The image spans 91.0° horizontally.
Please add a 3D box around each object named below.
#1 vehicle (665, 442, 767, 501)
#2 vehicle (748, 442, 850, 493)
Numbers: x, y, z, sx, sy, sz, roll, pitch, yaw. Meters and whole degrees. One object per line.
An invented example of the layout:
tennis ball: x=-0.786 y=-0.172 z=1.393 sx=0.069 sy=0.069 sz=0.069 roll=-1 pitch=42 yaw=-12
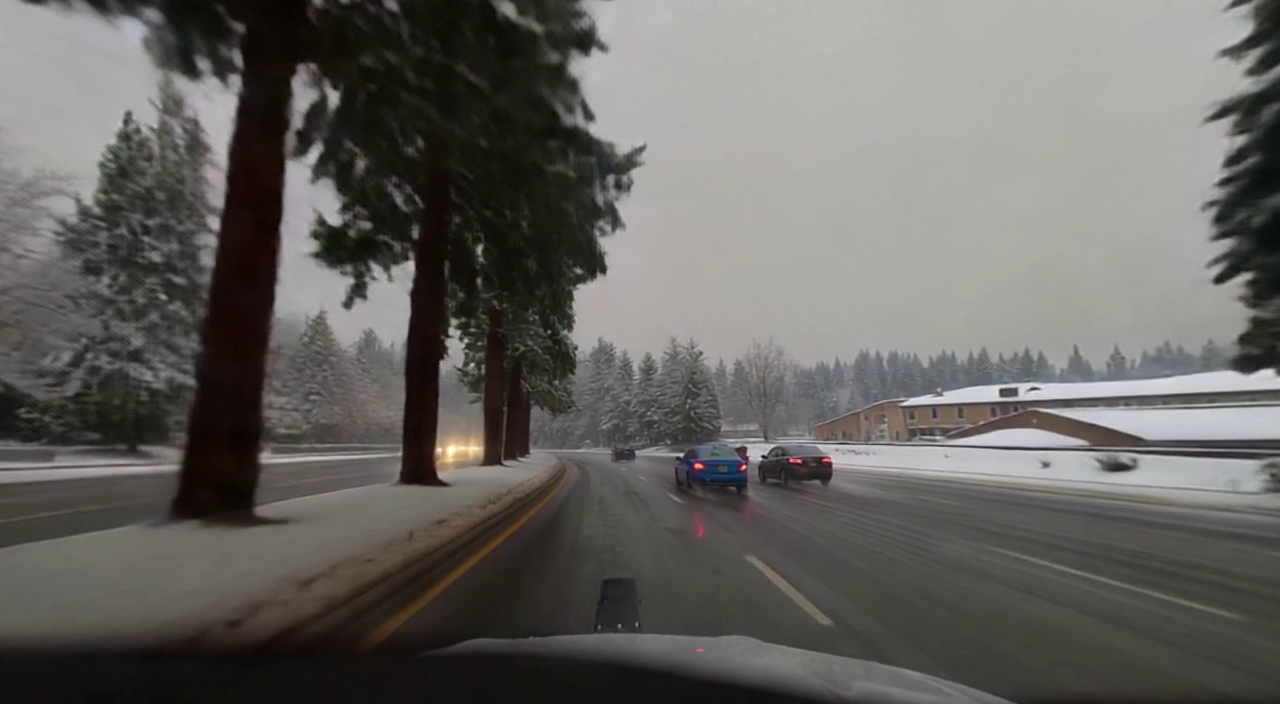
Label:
vehicle: x=1.999 y=3.327 z=17.959 sx=2.077 sy=1.464 sz=4.134 roll=1 pitch=-8 yaw=-5
vehicle: x=5.084 y=3.735 z=20.805 sx=1.901 sy=1.474 sz=4.363 roll=1 pitch=-9 yaw=-5
